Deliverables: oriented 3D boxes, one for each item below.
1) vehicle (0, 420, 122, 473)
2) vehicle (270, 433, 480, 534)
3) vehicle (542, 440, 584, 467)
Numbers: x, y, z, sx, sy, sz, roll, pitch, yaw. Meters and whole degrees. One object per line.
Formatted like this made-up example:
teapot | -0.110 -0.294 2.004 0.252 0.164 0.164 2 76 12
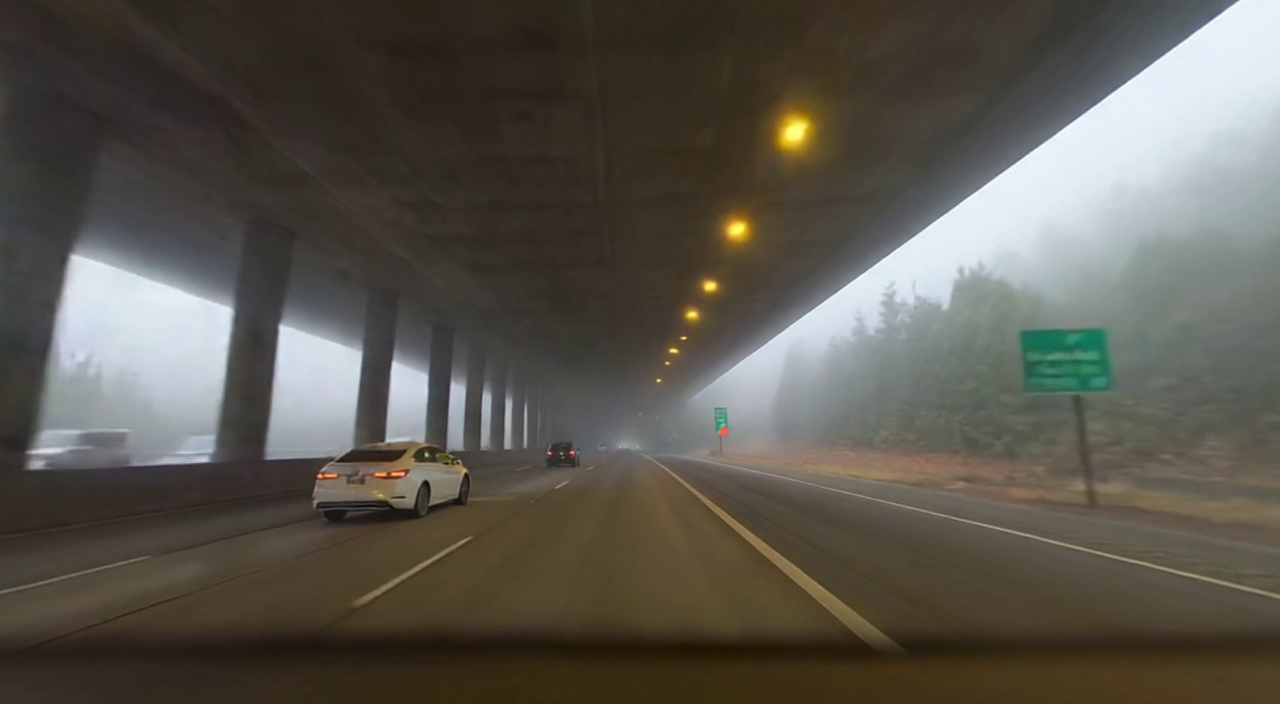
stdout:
vehicle | -19.985 3.121 20.854 1.874 1.552 4.455 0 -8 -1
vehicle | -4.358 2.199 11.204 1.885 1.424 4.230 -1 -8 0
vehicle | -4.477 5.952 37.155 1.973 1.474 4.199 0 -8 -1
